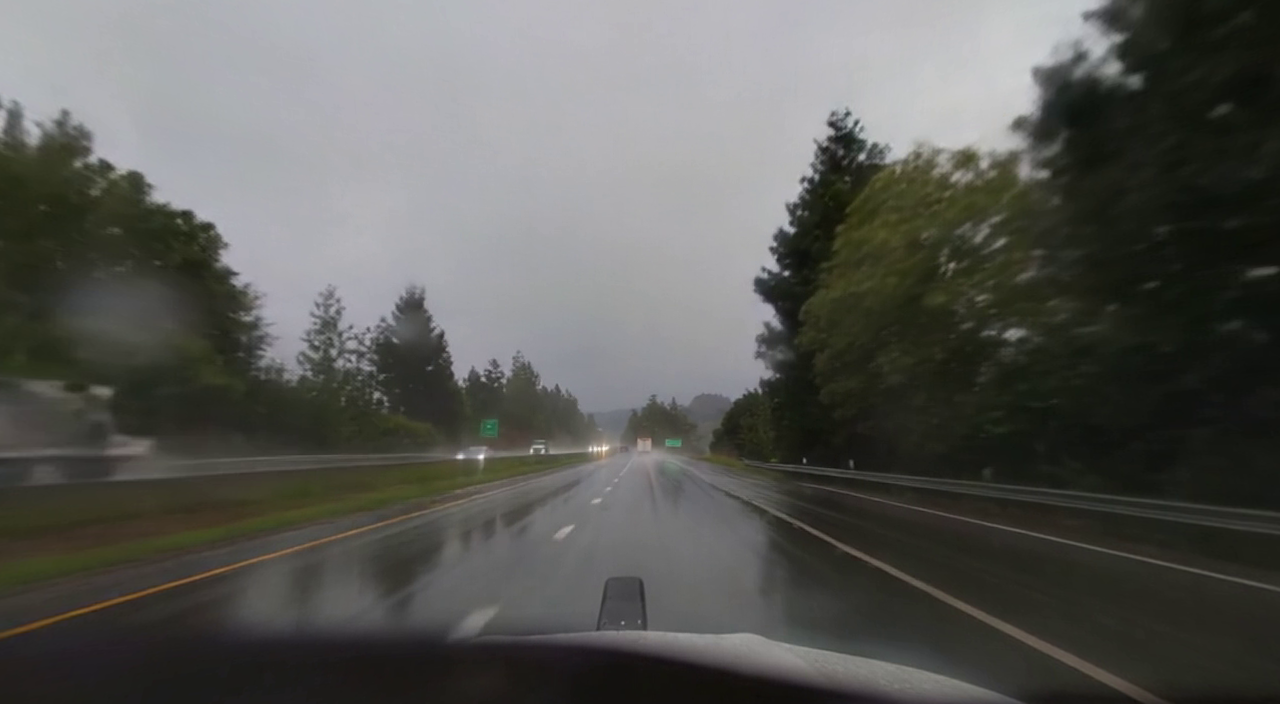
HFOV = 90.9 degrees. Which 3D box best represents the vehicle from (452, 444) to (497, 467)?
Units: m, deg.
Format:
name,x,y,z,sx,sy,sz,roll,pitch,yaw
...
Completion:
name,x,y,z,sx,sy,sz,roll,pitch,yaw
vehicle,-11.391,7.138,43.627,1.907,1.454,4.302,0,-9,1
